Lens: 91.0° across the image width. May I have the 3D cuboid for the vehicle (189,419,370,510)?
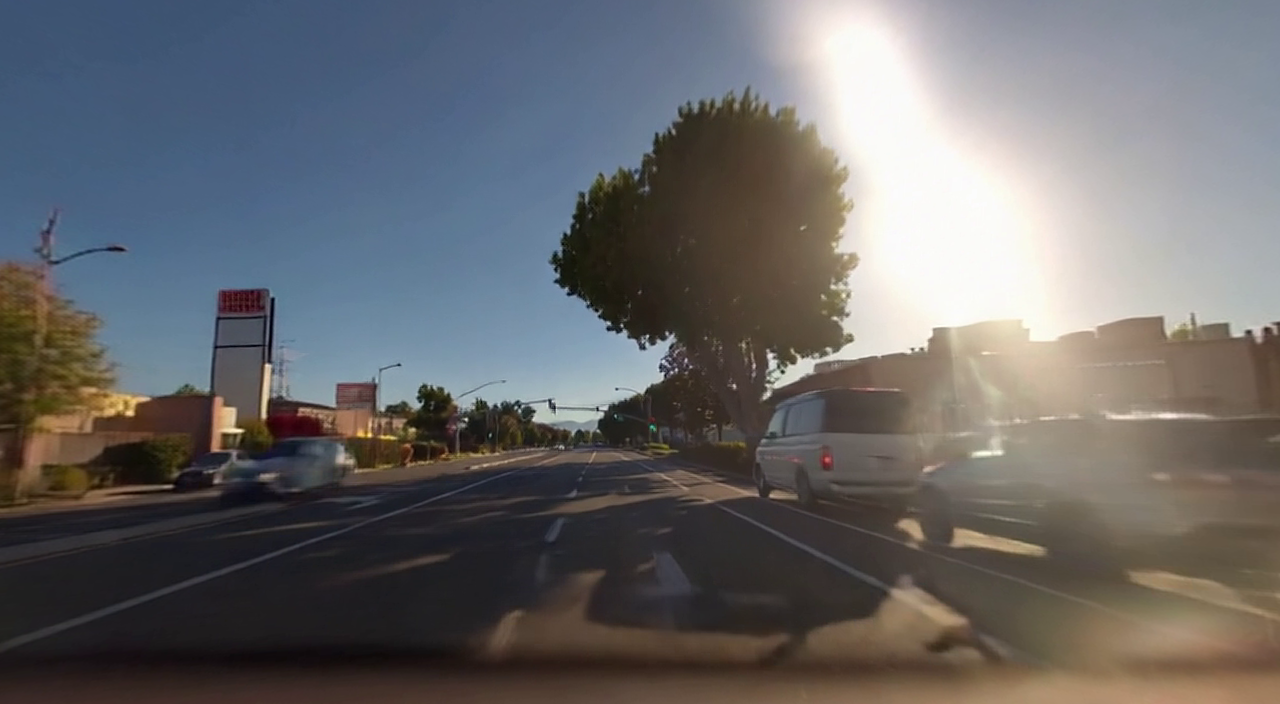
[{"bbox_3d":[-9.188,2.889,16.703,2.235,2.023,4.923,1,-8,-6],"label":"vehicle"}]

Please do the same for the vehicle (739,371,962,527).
[{"bbox_3d":[4.496,2.192,15.057,2.739,2.866,6.142,-1,-7,-4],"label":"vehicle"}]

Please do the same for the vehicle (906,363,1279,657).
[{"bbox_3d":[5.212,1.451,6.918,2.002,2.010,5.145,1,-8,-4],"label":"vehicle"}]
